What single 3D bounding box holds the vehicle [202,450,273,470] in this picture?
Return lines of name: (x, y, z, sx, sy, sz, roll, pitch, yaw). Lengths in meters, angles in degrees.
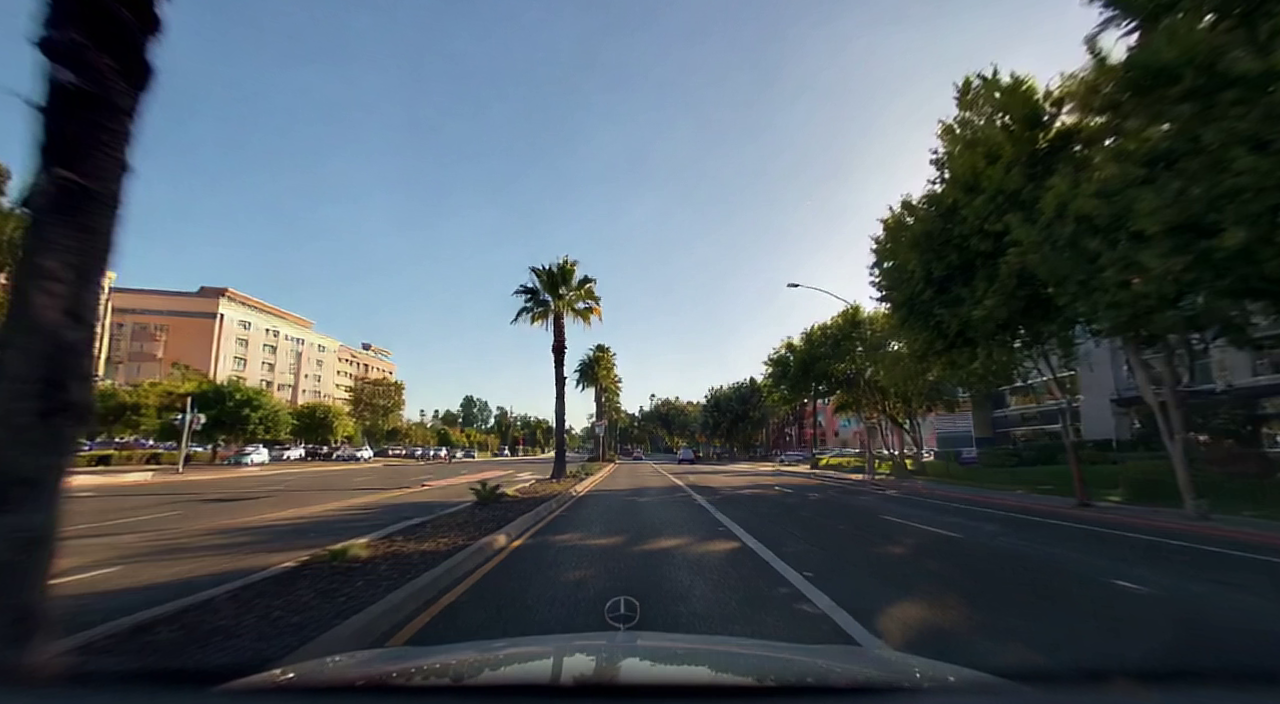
vehicle: (-31.186, 8.352, 48.826, 4.223, 1.444, 1.814, 1, -8, -3)
